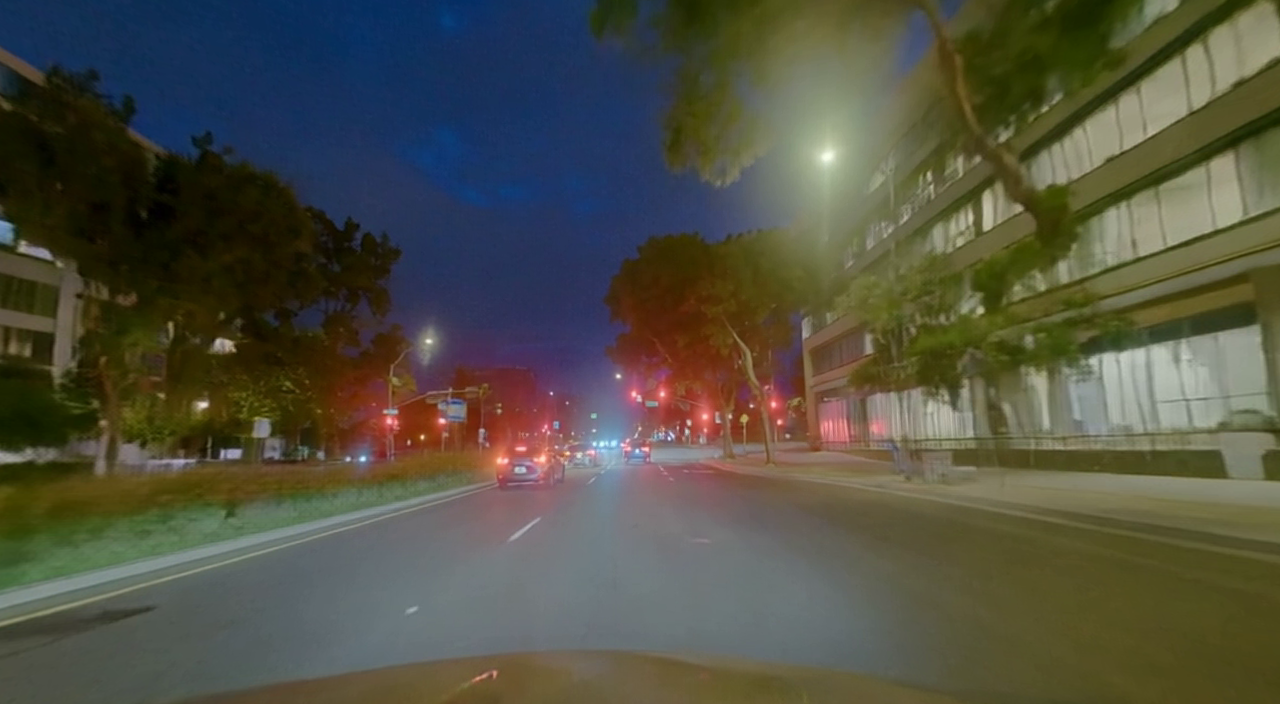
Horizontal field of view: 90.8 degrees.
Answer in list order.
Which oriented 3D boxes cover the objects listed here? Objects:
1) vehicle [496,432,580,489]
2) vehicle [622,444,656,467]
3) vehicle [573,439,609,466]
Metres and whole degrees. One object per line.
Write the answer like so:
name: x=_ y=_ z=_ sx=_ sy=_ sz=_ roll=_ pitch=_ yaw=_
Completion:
vehicle: x=-3.340 y=3.679 z=21.633 sx=2.116 sy=1.725 sz=4.315 roll=0 pitch=-9 yaw=1
vehicle: x=-0.064 y=6.711 z=41.086 sx=2.095 sy=1.438 sz=3.843 roll=0 pitch=-9 yaw=0
vehicle: x=-3.451 y=7.174 z=45.175 sx=2.152 sy=1.802 sz=4.628 roll=0 pitch=-9 yaw=0
